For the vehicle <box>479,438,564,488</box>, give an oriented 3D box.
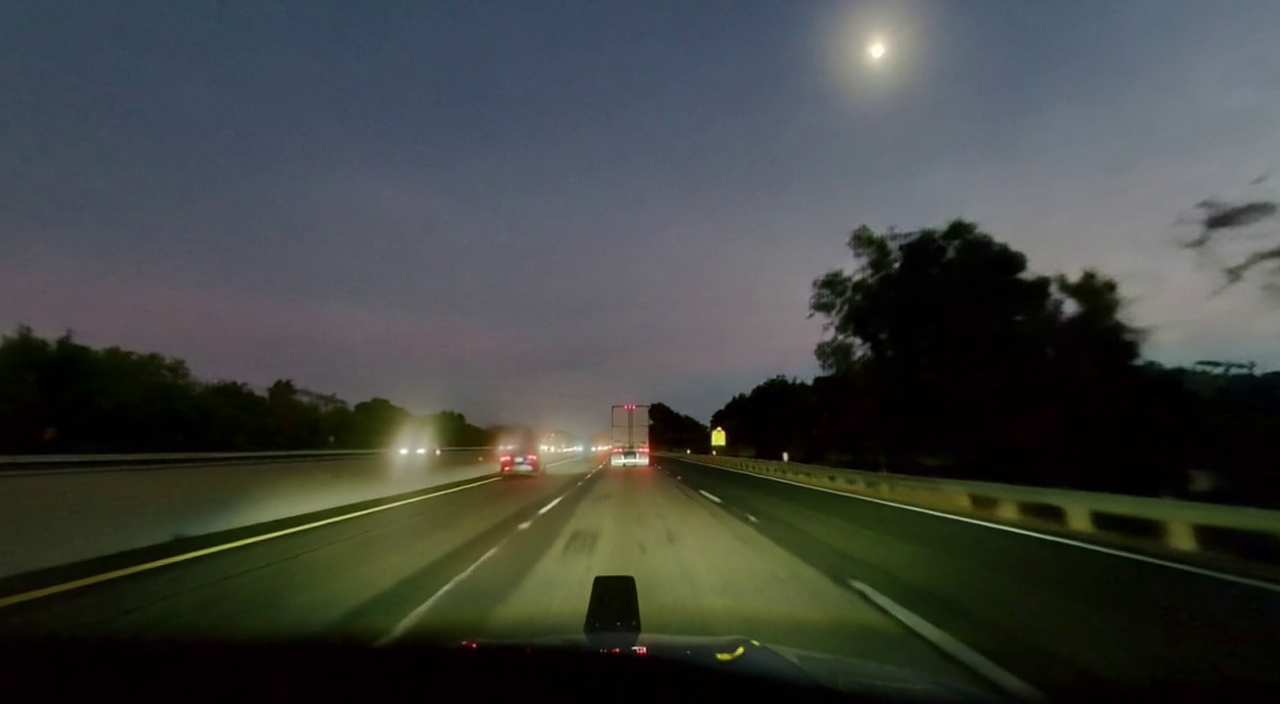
[{"bbox_3d":[-3.931,3.784,21.599,2.057,1.519,4.372,0,-9,1],"label":"vehicle"}]
